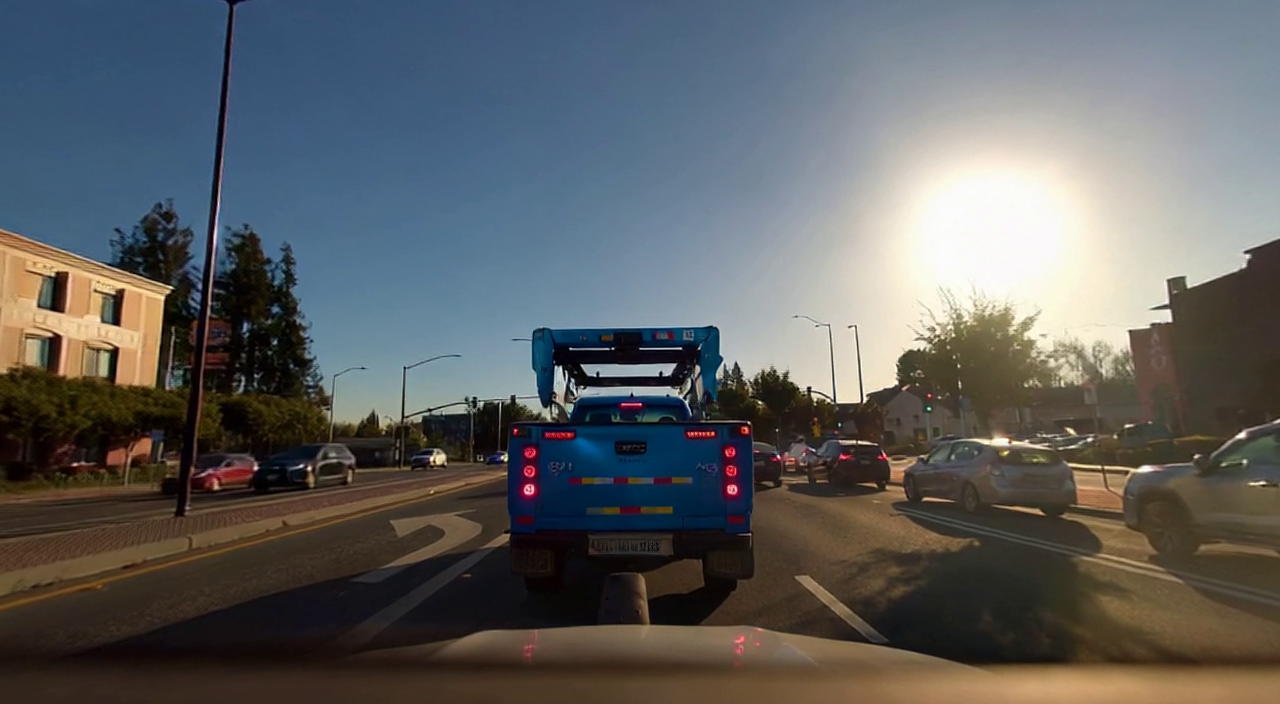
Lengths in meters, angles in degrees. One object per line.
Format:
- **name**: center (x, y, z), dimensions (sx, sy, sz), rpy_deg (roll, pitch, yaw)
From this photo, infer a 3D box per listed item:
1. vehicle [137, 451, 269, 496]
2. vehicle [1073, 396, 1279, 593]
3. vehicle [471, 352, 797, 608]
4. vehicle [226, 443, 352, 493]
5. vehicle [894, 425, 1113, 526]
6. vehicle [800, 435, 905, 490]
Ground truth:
- **vehicle**: center (-16.041, 4.442, 23.521), dimensions (1.805, 1.466, 4.341), rpy_deg (0, -9, 0)
- **vehicle**: center (6.812, 1.346, 6.106), dimensions (2.023, 1.771, 4.488), rpy_deg (0, -9, 0)
- **vehicle**: center (-0.100, 1.475, 8.170), dimensions (2.682, 2.117, 5.706), rpy_deg (0, -9, -1)
- **vehicle**: center (-12.381, 4.102, 22.695), dimensions (1.928, 1.591, 4.509), rpy_deg (0, -9, 0)
- **vehicle**: center (7.075, 2.432, 12.968), dimensions (1.931, 1.692, 4.267), rpy_deg (0, -9, 0)
- **vehicle**: center (7.066, 3.733, 21.592), dimensions (1.953, 1.665, 4.327), rpy_deg (0, -9, -2)
